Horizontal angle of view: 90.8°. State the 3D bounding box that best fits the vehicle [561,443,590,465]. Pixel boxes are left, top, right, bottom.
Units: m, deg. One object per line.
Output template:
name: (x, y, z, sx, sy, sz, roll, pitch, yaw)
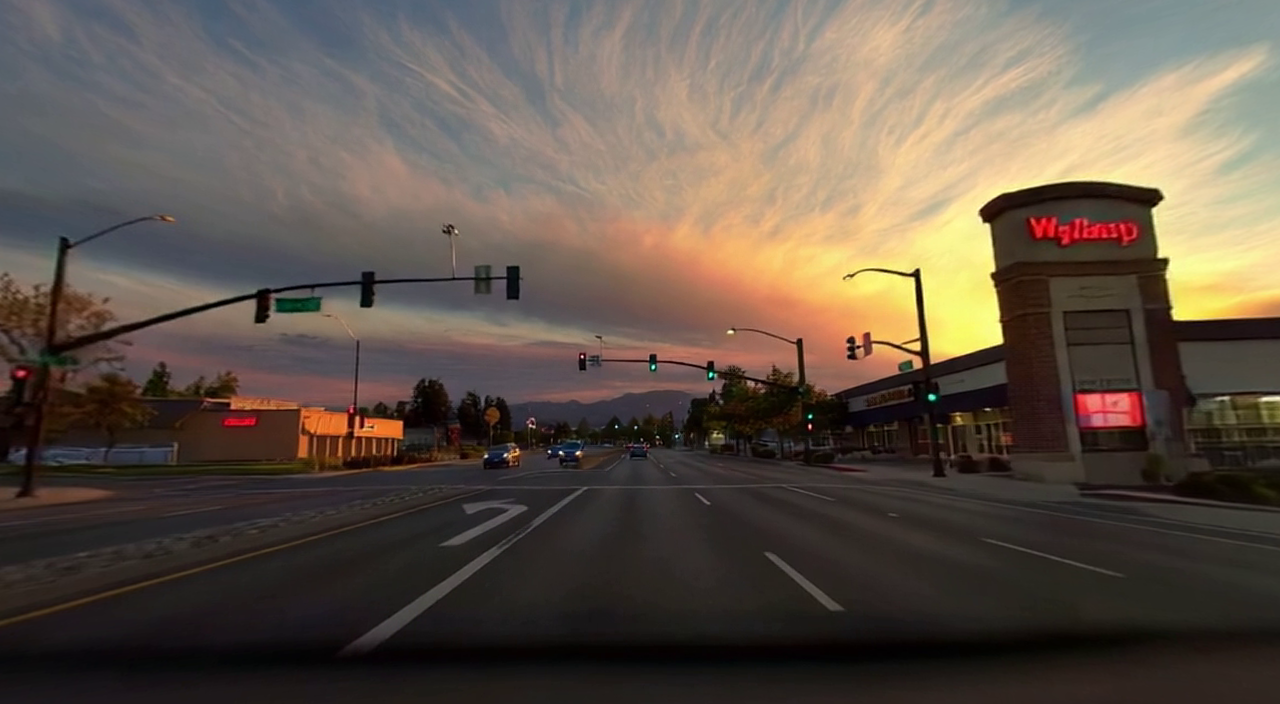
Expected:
vehicle: (-5.027, 7.963, 49.526, 1.866, 1.513, 4.458, -1, -8, -1)
